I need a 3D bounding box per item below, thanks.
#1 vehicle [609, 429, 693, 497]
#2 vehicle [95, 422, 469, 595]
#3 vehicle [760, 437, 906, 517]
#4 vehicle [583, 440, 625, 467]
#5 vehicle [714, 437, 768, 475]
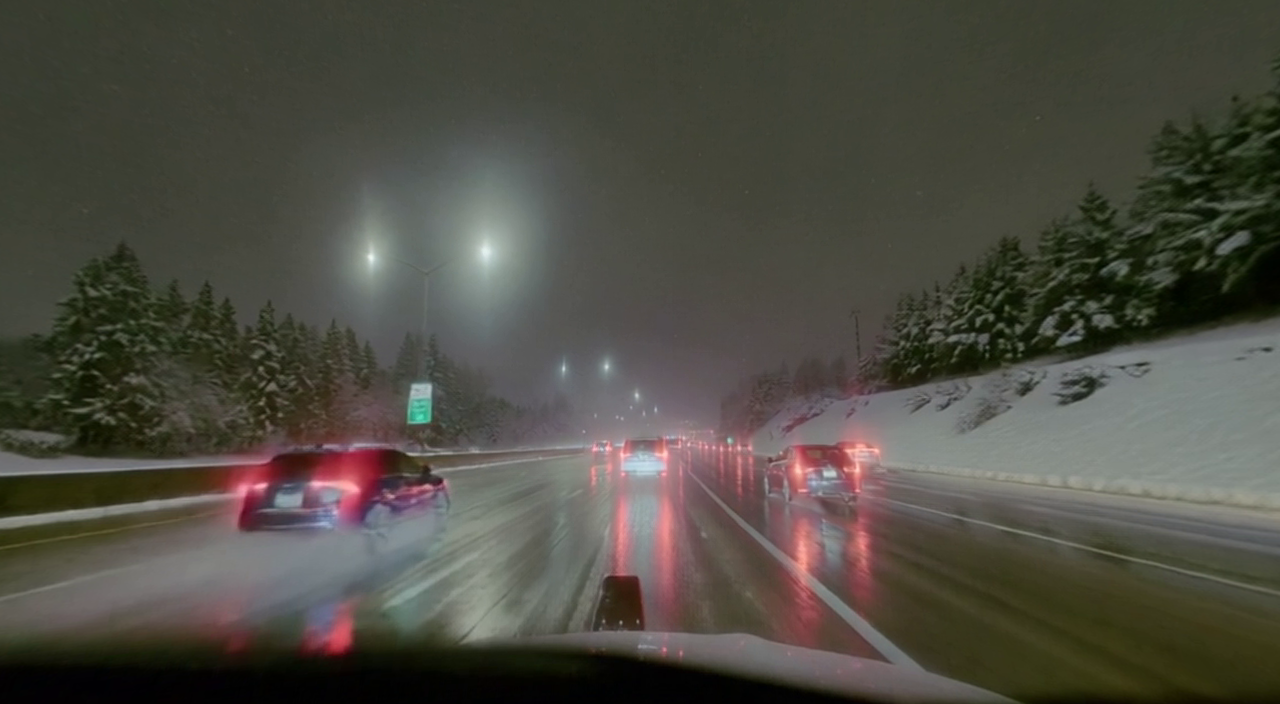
[{"bbox_3d":[0.336,3.186,18.397,2.181,1.728,3.970,0,-9,1],"label":"vehicle"},{"bbox_3d":[-3.752,1.703,7.716,2.012,1.495,4.169,0,-9,2],"label":"vehicle"},{"bbox_3d":[4.148,2.764,14.407,1.999,1.514,4.338,0,-9,0],"label":"vehicle"},{"bbox_3d":[-2.274,6.661,41.459,2.128,1.627,4.697,0,-9,4],"label":"vehicle"},{"bbox_3d":[4.950,5.176,31.529,2.063,1.710,4.591,0,-9,2],"label":"vehicle"}]
